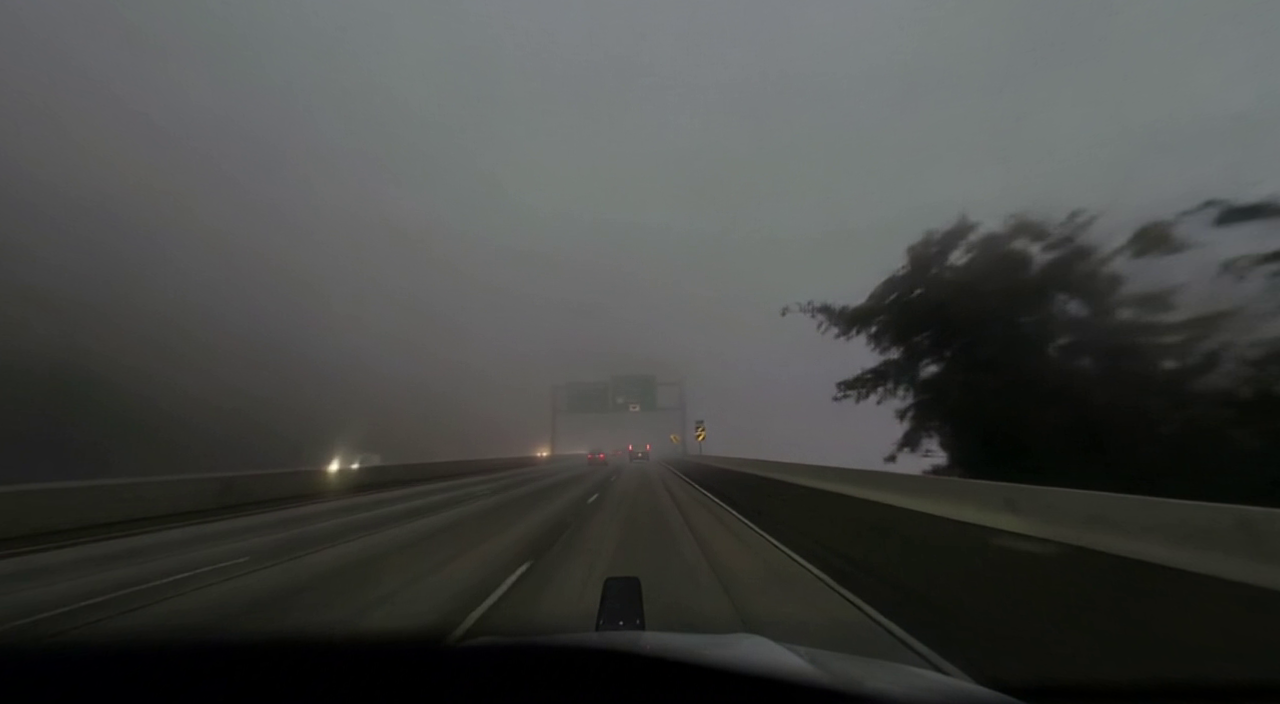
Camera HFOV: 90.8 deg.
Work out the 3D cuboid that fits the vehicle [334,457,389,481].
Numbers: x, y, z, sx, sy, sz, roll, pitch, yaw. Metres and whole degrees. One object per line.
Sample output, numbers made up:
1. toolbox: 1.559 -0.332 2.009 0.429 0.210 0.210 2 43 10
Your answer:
1. vehicle: -18.737 7.877 42.600 1.854 1.464 3.924 0 -9 0
